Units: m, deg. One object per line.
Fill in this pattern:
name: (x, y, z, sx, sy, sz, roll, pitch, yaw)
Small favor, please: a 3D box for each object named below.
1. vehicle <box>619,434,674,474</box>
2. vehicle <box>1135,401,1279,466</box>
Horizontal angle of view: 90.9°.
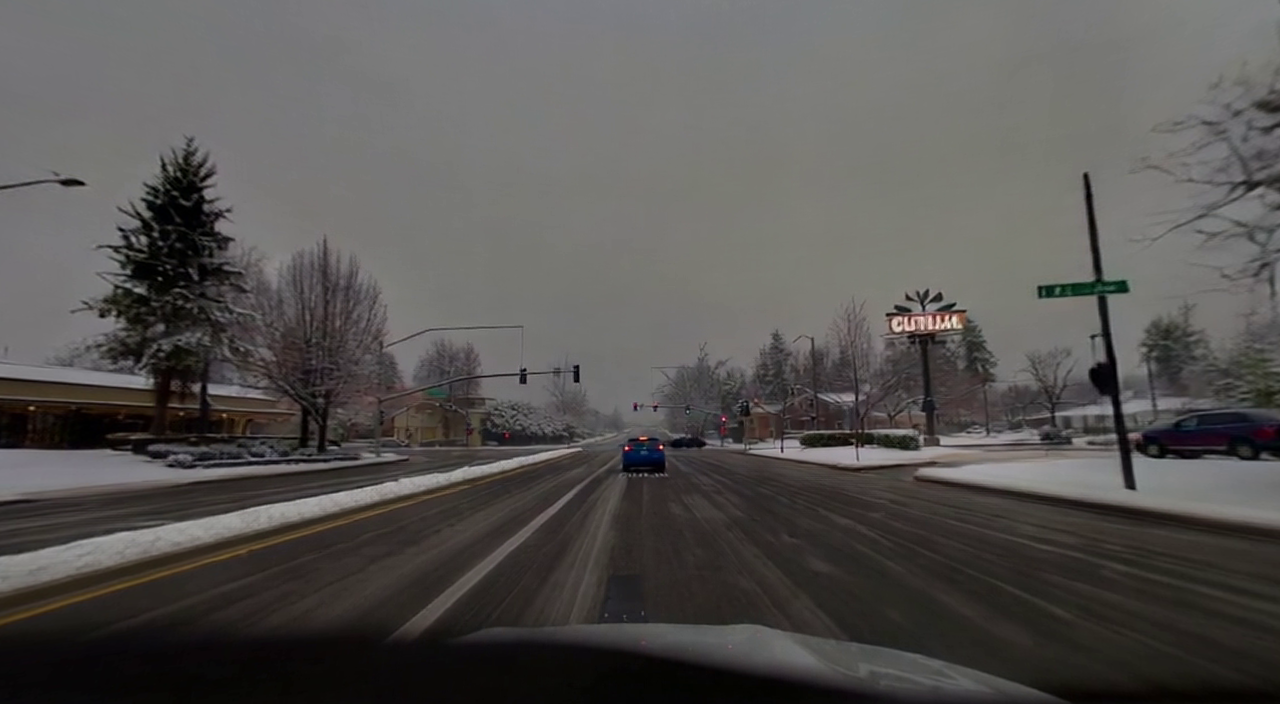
vehicle: (0.182, 4.104, 25.636, 2.028, 1.478, 4.545, 0, -8, -1)
vehicle: (23.258, 3.224, 24.626, 2.647, 2.185, 6.556, -1, -8, 2)
